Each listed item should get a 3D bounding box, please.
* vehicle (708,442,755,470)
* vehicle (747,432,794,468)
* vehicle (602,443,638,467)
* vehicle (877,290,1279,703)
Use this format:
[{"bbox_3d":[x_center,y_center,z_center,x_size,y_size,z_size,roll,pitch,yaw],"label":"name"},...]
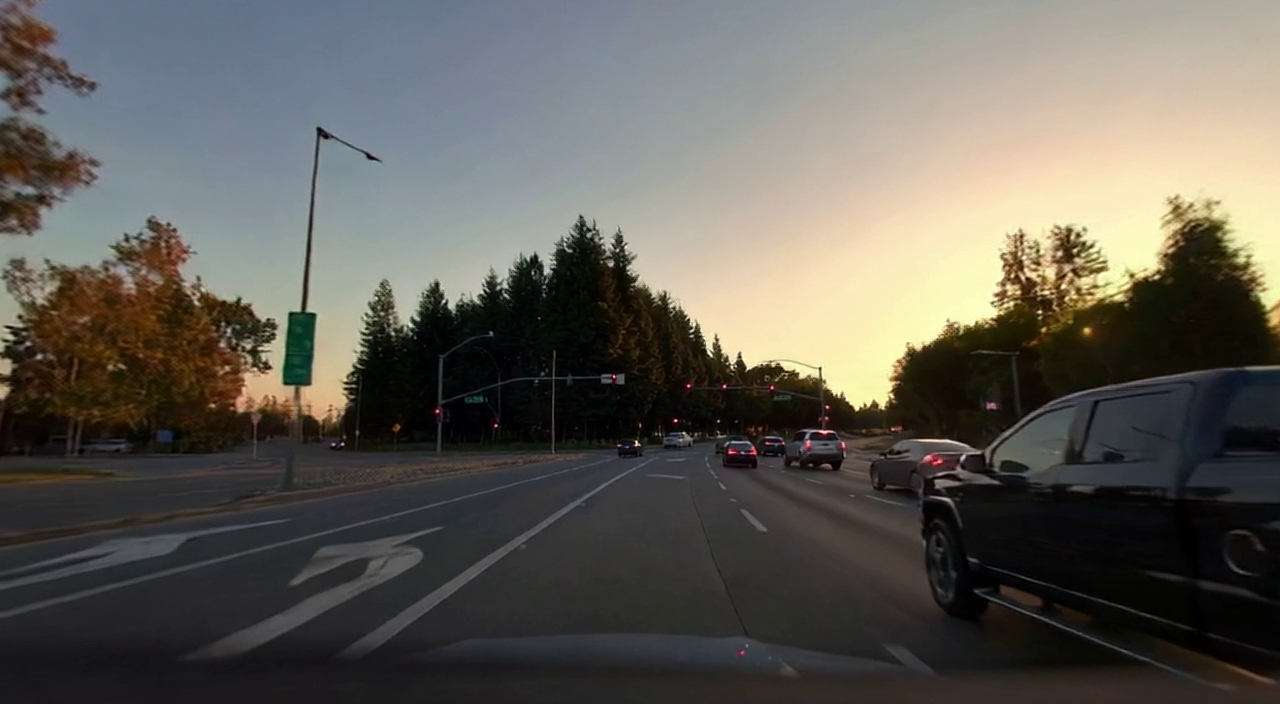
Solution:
[{"bbox_3d":[5.443,6.288,38.223,2.292,1.563,4.734,0,-8,2],"label":"vehicle"},{"bbox_3d":[8.643,6.572,42.317,2.186,2.202,5.426,-1,-9,2],"label":"vehicle"},{"bbox_3d":[-1.331,6.988,42.984,1.958,1.542,4.175,-1,-9,5],"label":"vehicle"},{"bbox_3d":[3.279,0.782,2.673,2.333,1.777,5.713,0,-9,0],"label":"vehicle"}]
